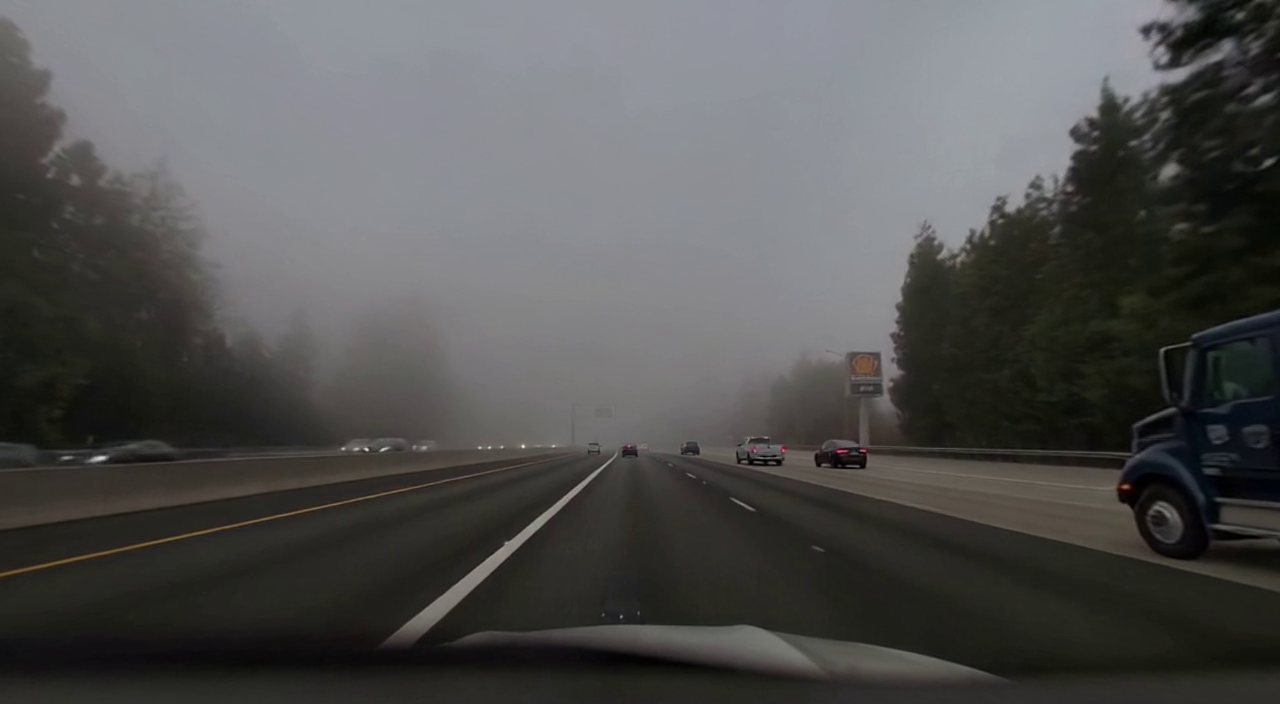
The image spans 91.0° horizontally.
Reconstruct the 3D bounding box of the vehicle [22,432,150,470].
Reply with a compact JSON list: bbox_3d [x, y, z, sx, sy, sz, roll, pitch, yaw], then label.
[{"bbox_3d":[-28.227,5.070,32.344,2.083,1.783,4.919,0,-8,0],"label":"vehicle"}]

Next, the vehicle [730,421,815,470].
[{"bbox_3d":[6.939,5.098,34.284,2.779,2.339,8.073,0,-8,-1],"label":"vehicle"}]

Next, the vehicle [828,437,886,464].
[{"bbox_3d":[13.920,6.357,40.651,2.072,1.611,4.387,0,-8,-2],"label":"vehicle"}]
